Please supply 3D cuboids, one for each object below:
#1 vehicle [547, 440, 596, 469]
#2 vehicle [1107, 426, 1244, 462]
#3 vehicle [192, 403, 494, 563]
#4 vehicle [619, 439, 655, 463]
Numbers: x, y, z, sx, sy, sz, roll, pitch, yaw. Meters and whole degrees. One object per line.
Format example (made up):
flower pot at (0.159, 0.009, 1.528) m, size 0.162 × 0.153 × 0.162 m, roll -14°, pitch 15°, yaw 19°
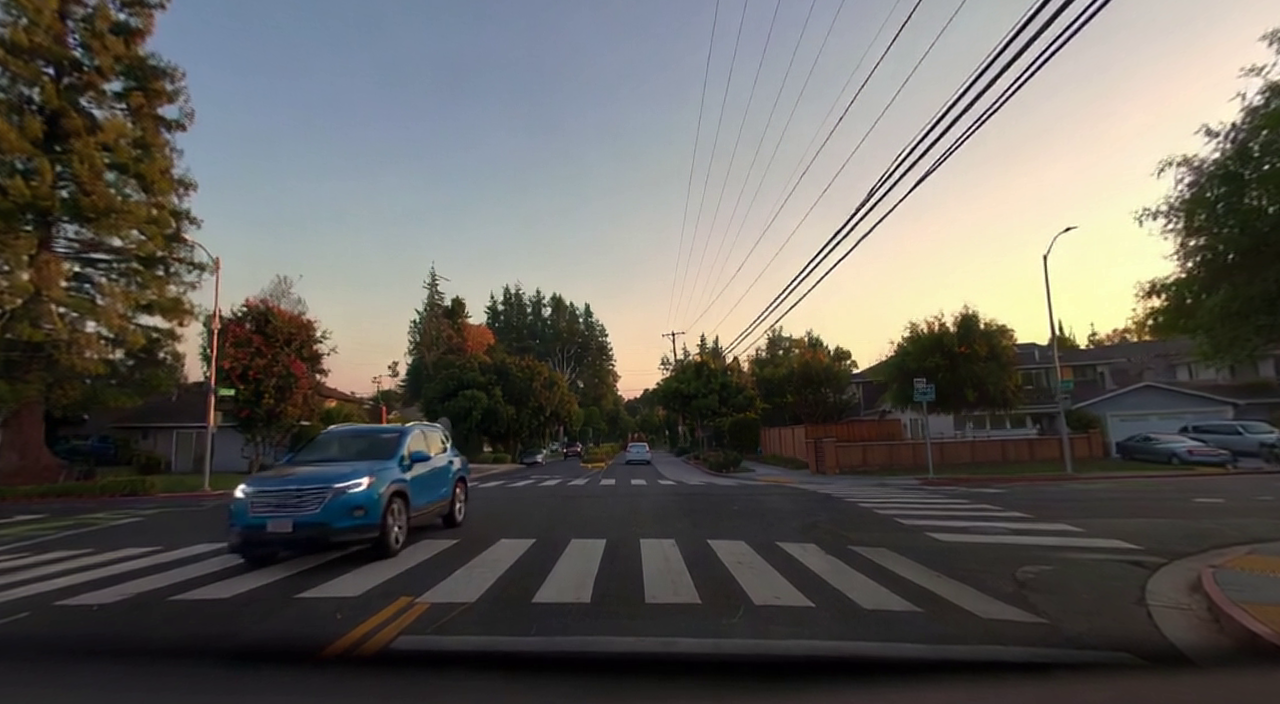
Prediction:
vehicle at (-3.607, 5.491, 34.019) m, size 2.102 × 1.463 × 4.024 m, roll 0°, pitch -8°, yaw 1°
vehicle at (23.416, 4.056, 27.912) m, size 1.841 × 1.448 × 4.688 m, roll 0°, pitch -8°, yaw -1°
vehicle at (-3.849, 1.798, 9.406) m, size 2.330 × 1.768 × 4.553 m, roll 0°, pitch -8°, yaw -1°
vehicle at (-0.216, 6.463, 41.364) m, size 2.209 × 1.501 × 4.208 m, roll 0°, pitch -8°, yaw -1°
